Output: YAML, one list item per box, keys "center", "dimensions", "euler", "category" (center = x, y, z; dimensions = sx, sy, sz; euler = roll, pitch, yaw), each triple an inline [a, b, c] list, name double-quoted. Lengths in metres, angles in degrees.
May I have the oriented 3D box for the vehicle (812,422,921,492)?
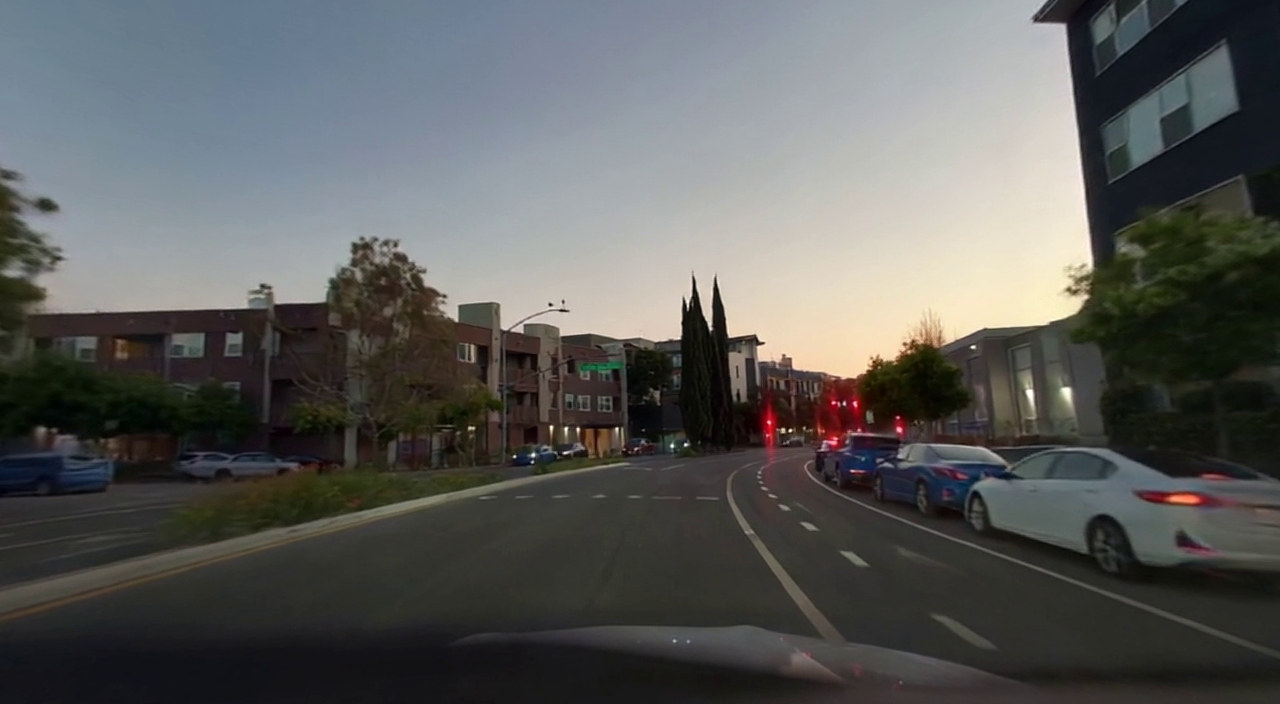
- center: [6.643, 3.127, 19.196]
  dimensions: [2.041, 1.811, 5.168]
  euler: [-1, -8, 8]
  category: "vehicle"

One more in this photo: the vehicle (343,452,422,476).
- center: [-16.393, 7.144, 40.334]
  dimensions: [4.178, 1.407, 2.012]
  euler: [-2, -9, 11]
  category: "vehicle"

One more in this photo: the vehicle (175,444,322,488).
- center: [-19.614, 5.701, 31.791]
  dimensions: [6.006, 1.964, 2.474]
  euler: [-1, -10, 9]
  category: "vehicle"

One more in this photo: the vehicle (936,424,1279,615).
- center: [5.613, 1.685, 7.489]
  dimensions: [2.077, 1.502, 4.902]
  euler: [-1, -8, 4]
  category: "vehicle"

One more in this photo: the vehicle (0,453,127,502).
- center: [-24.289, 5.156, 26.201]
  dimensions: [4.462, 1.832, 2.103]
  euler: [-1, -8, 10]
  category: "vehicle"

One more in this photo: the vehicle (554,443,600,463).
- center: [-4.791, 7.747, 48.760]
  dimensions: [1.841, 1.444, 4.554]
  euler: [-3, -9, 19]
  category: "vehicle"

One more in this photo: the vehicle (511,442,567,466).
- center: [-6.712, 6.815, 42.467]
  dimensions: [1.882, 1.508, 4.476]
  euler: [-3, -9, 16]
  category: "vehicle"
